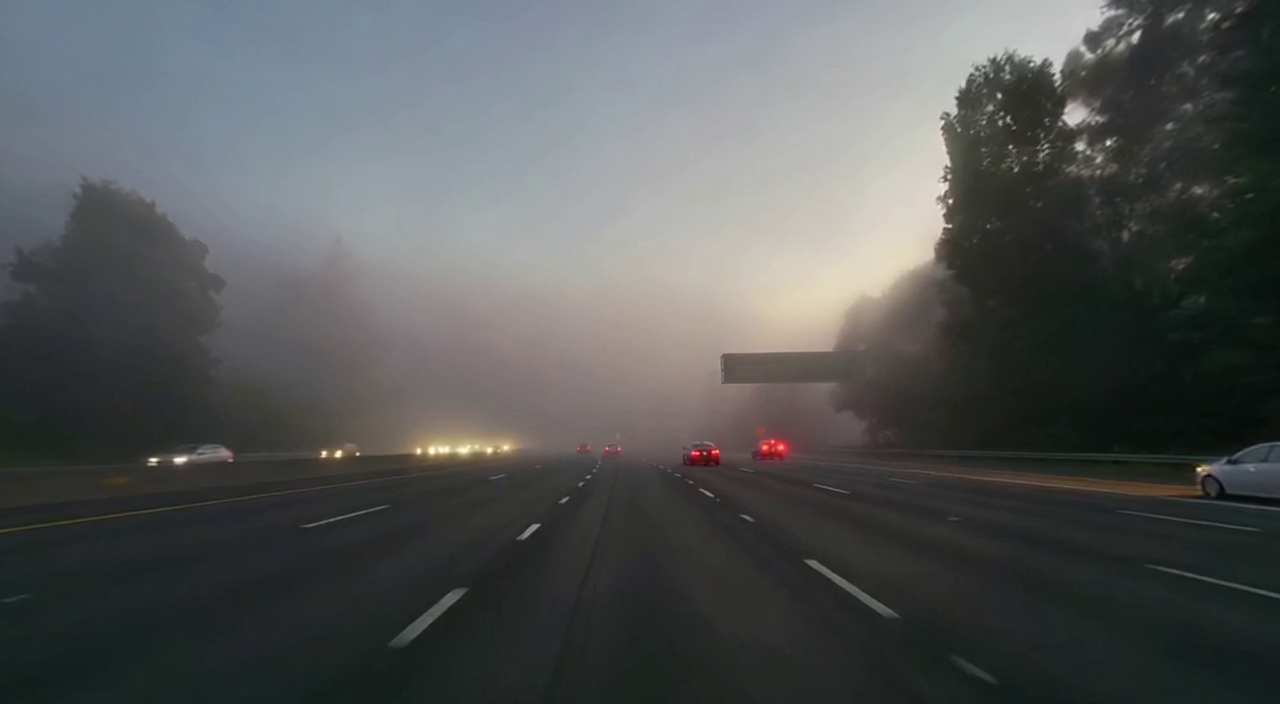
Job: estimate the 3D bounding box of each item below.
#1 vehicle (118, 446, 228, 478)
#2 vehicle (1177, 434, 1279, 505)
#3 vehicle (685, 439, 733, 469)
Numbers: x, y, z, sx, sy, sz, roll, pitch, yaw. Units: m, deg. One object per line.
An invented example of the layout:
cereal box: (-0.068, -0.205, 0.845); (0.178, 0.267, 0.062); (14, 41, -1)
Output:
vehicle: (-24.603, 5.786, 33.469); (2.194, 1.555, 4.856); (0, -9, -1)
vehicle: (14.397, 2.459, 13.173); (1.899, 1.475, 4.905); (0, -9, -2)
vehicle: (3.855, 5.767, 35.742); (1.975, 1.562, 3.823); (1, -9, -5)
